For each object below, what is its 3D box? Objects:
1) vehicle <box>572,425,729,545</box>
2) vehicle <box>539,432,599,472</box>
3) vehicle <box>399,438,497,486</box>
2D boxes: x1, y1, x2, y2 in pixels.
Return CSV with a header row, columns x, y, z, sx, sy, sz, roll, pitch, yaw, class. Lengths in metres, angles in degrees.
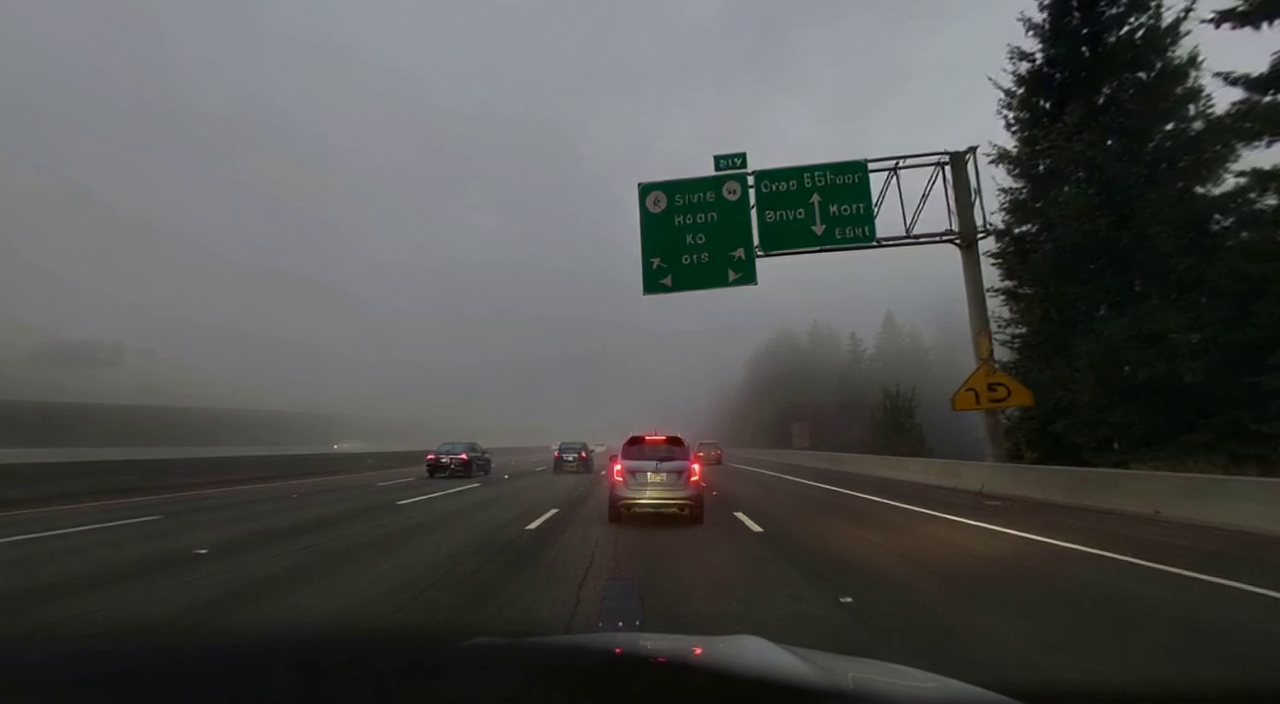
x,y,z,sx,sy,sz,roll,pitch,yaw,class
0.134,2.023,10.184,2.044,1.554,3.824,0,-9,0,vehicle
-3.445,5.041,31.823,2.286,1.825,5.380,0,-9,1,vehicle
-6.914,4.009,23.271,2.035,1.558,4.773,0,-9,1,vehicle
